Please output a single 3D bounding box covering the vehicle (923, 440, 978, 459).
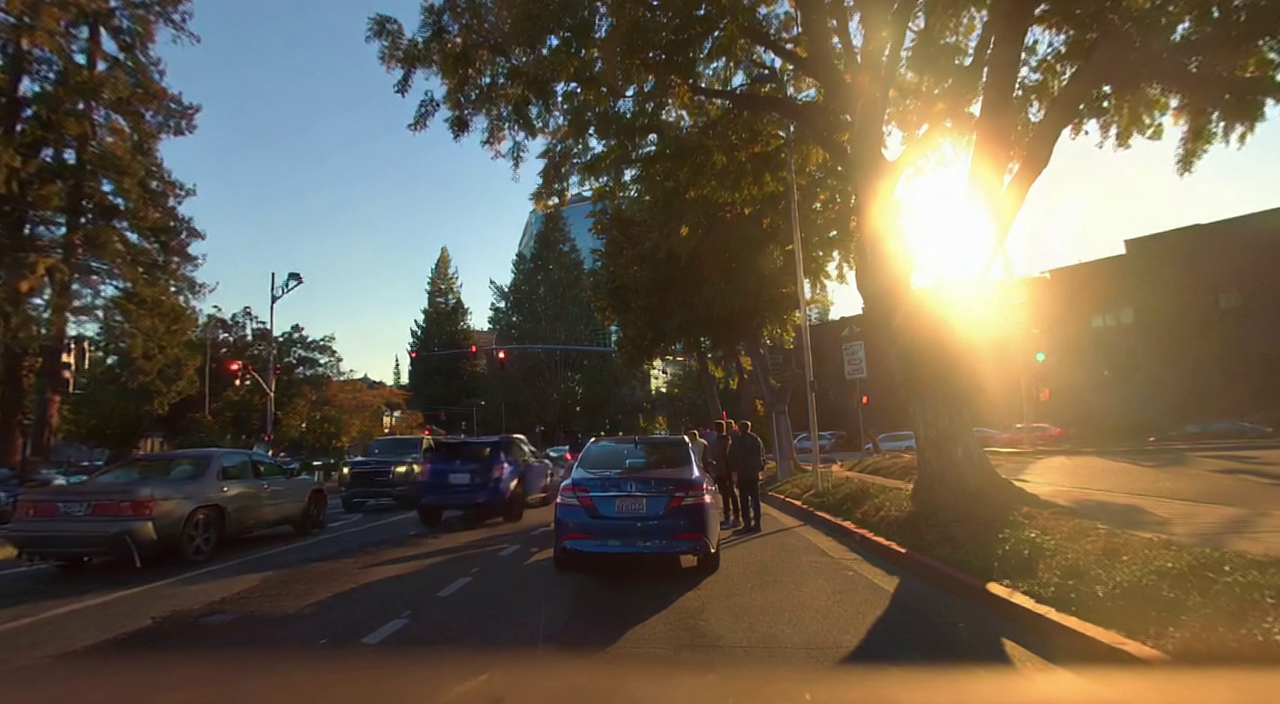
[{"bbox_3d":[24.619,7.706,49.784,3.662,1.442,1.787,-5,-10,32],"label":"vehicle"}]

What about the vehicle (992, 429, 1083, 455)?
[{"bbox_3d":[23.804,5.435,37.750,4.454,1.440,1.816,-5,-10,30],"label":"vehicle"}]

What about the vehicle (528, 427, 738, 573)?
[{"bbox_3d":[-0.052,1.860,8.688,2.182,1.501,4.150,0,-9,1],"label":"vehicle"}]

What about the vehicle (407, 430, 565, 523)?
[{"bbox_3d":[-3.075,2.605,13.722,2.040,1.660,4.609,-1,-9,3],"label":"vehicle"}]

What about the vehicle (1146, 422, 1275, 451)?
[{"bbox_3d":[30.535,4.587,33.801,4.739,1.472,1.804,-5,-10,29],"label":"vehicle"}]

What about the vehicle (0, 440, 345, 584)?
[{"bbox_3d":[-6.338,2.060,9.001,1.948,1.530,4.283,0,-9,3],"label":"vehicle"}]

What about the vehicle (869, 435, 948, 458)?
[{"bbox_3d":[17.563,6.197,41.114,4.441,1.452,1.798,-5,-10,30],"label":"vehicle"}]
